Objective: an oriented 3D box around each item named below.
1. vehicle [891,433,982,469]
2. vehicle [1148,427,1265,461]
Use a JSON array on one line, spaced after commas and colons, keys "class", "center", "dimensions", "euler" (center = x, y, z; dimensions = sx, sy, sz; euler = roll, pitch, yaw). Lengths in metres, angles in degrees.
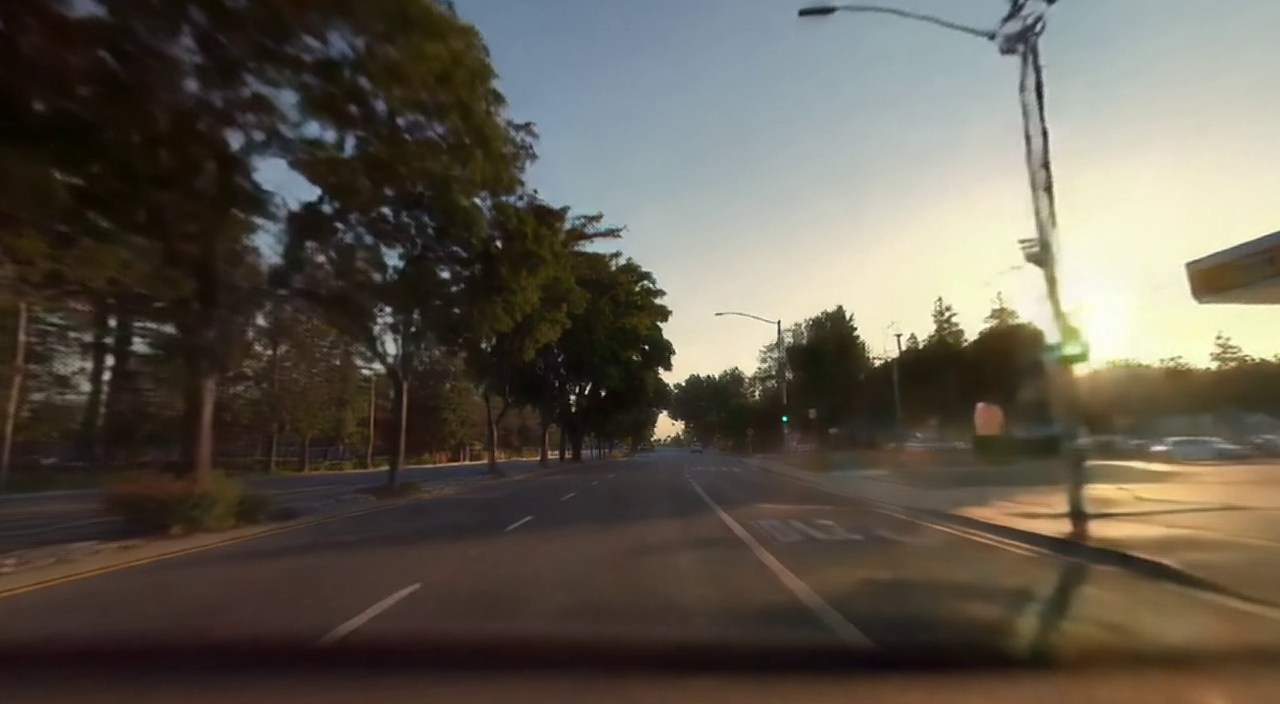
[{"class": "vehicle", "center": [14.091, 4.756, 29.900], "dimensions": [4.744, 1.475, 2.008], "euler": [9, -16, -41]}, {"class": "vehicle", "center": [31.586, 5.152, 35.455], "dimensions": [2.045, 1.778, 4.517], "euler": [1, -9, -6]}]
